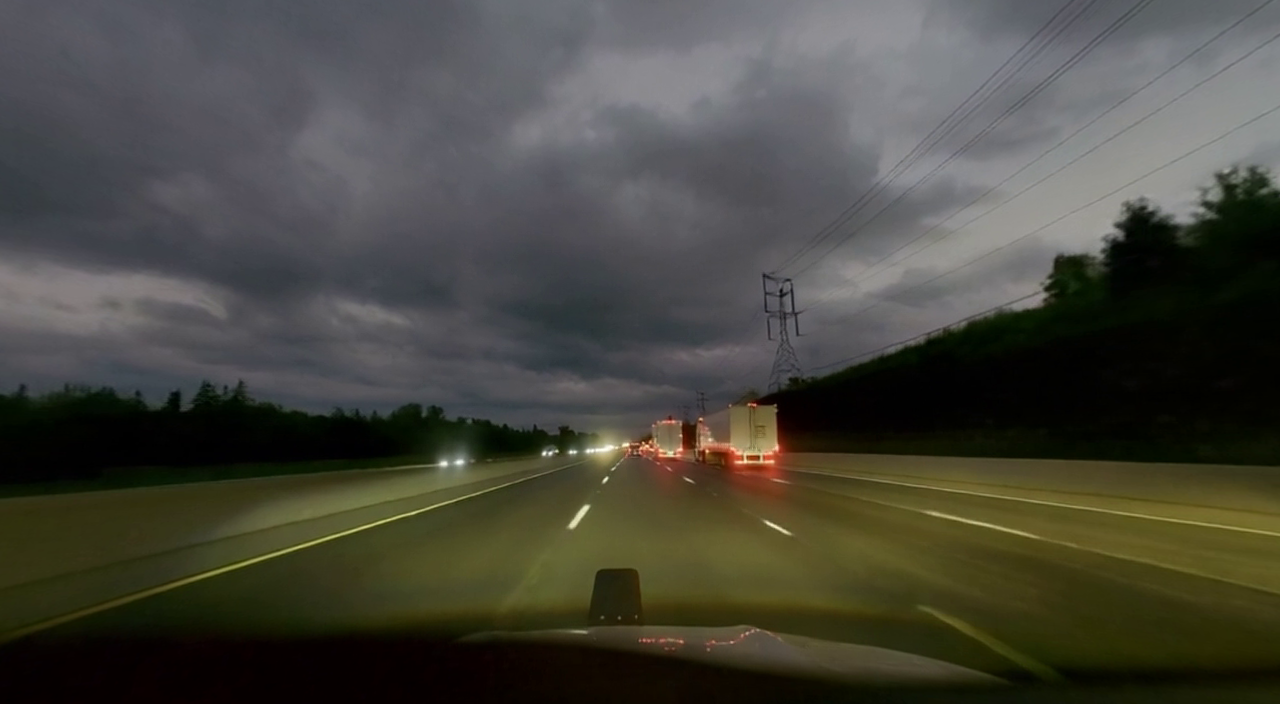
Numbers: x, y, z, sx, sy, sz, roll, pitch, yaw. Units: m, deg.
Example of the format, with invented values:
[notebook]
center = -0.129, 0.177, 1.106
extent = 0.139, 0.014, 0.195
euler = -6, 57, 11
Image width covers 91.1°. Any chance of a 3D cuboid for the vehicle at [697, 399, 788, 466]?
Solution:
[vehicle]
center = 7.142, 6.316, 47.735
extent = 3.400, 4.134, 17.388
euler = 0, -9, -2
